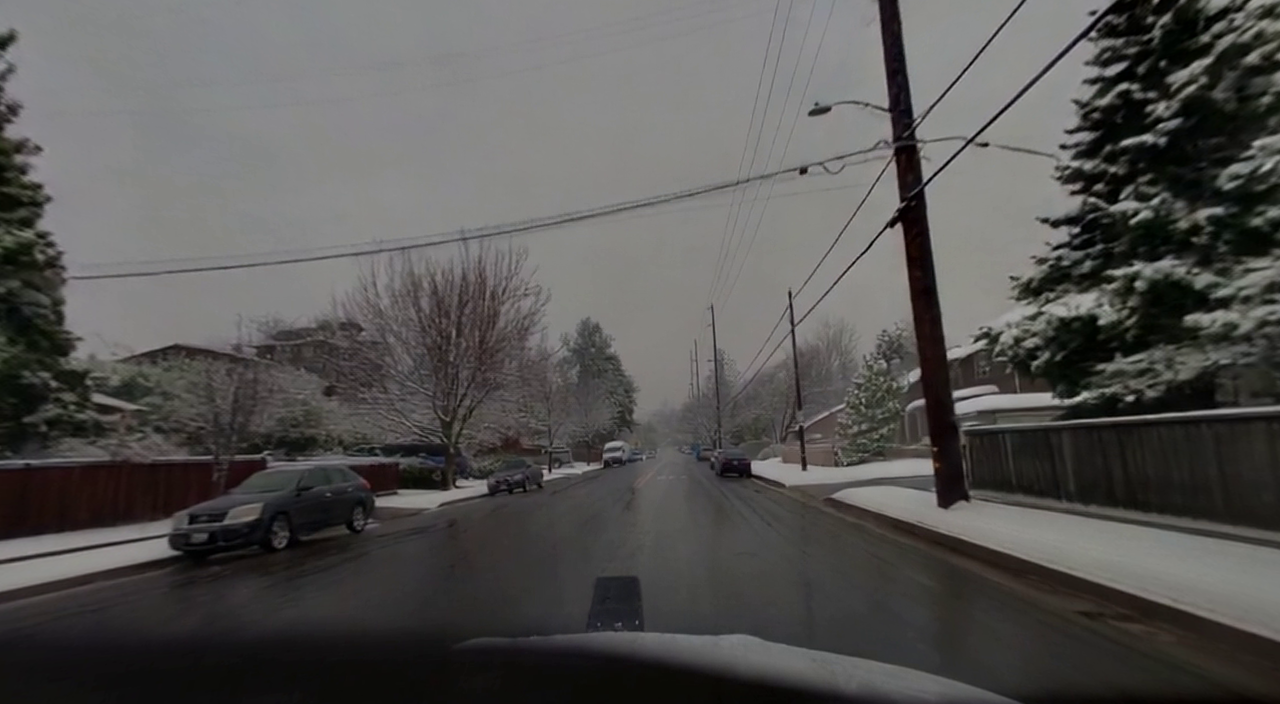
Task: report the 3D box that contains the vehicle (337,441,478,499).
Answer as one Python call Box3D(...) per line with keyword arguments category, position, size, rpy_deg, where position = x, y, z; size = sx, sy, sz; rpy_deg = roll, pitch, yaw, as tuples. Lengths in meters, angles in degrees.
Box3D(category="vehicle", position=(-10.012, 5.080, 28.048), size=(2.416, 2.211, 6.384), rpy_deg=(-3, -8, 17))

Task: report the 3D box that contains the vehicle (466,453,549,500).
Box3D(category="vehicle", position=(-5.478, 5.203, 26.746), size=(2.062, 1.500, 4.629), rpy_deg=(-4, -7, 6))

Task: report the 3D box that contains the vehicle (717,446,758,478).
Box3D(category="vehicle", position=(5.039, 5.734, 33.146), size=(1.903, 1.500, 4.057), rpy_deg=(-2, -8, 6))

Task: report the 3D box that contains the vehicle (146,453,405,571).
Box3D(category="vehicle", position=(-6.595, 2.879, 12.217), size=(2.061, 1.466, 4.660), rpy_deg=(-5, -7, 4))
